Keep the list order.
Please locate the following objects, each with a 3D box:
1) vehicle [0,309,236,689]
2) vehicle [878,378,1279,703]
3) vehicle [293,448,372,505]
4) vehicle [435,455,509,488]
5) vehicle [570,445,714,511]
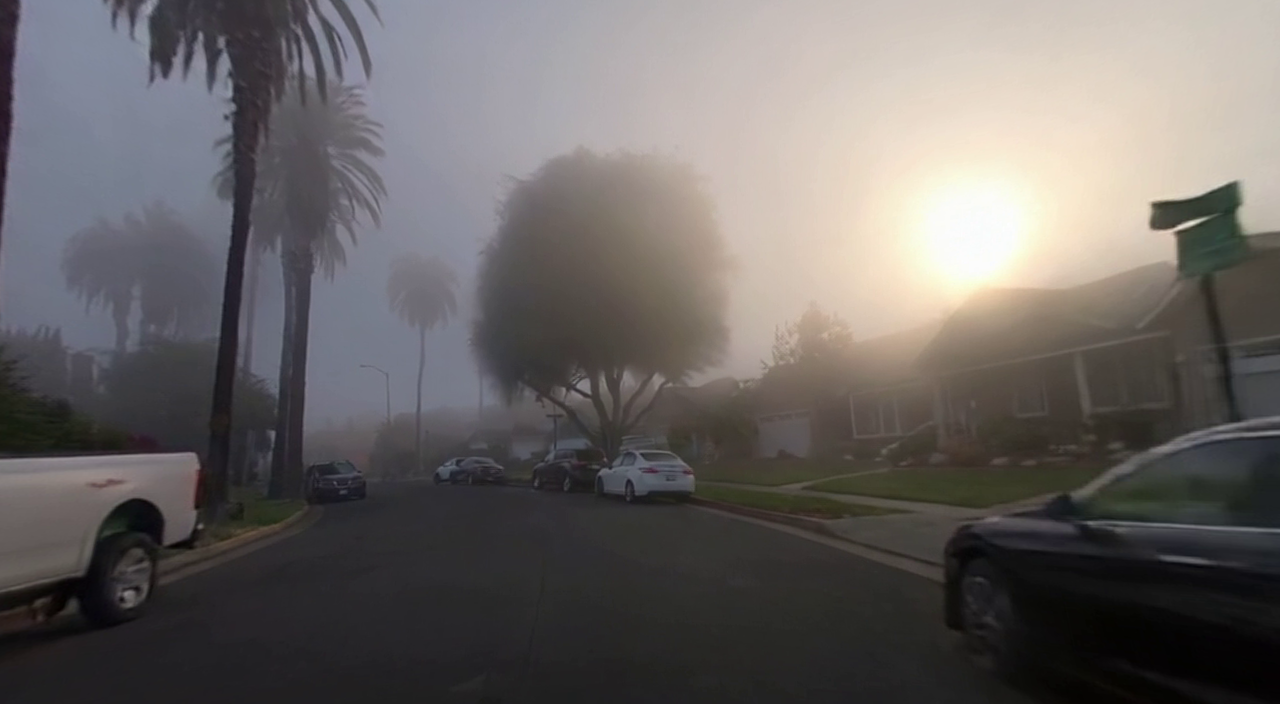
[{"bbox_3d":[-5.014,0.919,3.277,2.337,2.289,6.092,-7,-8,-7],"label":"vehicle"},{"bbox_3d":[2.872,0.908,2.327,1.927,1.522,4.728,0,-8,-3],"label":"vehicle"},{"bbox_3d":[-12.120,4.808,24.636,2.026,1.816,4.532,1,-9,-36],"label":"vehicle"},{"bbox_3d":[-8.963,6.282,33.400,2.006,1.484,4.768,7,-11,-38],"label":"vehicle"},{"bbox_3d":[-0.152,3.295,17.197,2.108,1.503,4.977,3,-9,-23],"label":"vehicle"}]
